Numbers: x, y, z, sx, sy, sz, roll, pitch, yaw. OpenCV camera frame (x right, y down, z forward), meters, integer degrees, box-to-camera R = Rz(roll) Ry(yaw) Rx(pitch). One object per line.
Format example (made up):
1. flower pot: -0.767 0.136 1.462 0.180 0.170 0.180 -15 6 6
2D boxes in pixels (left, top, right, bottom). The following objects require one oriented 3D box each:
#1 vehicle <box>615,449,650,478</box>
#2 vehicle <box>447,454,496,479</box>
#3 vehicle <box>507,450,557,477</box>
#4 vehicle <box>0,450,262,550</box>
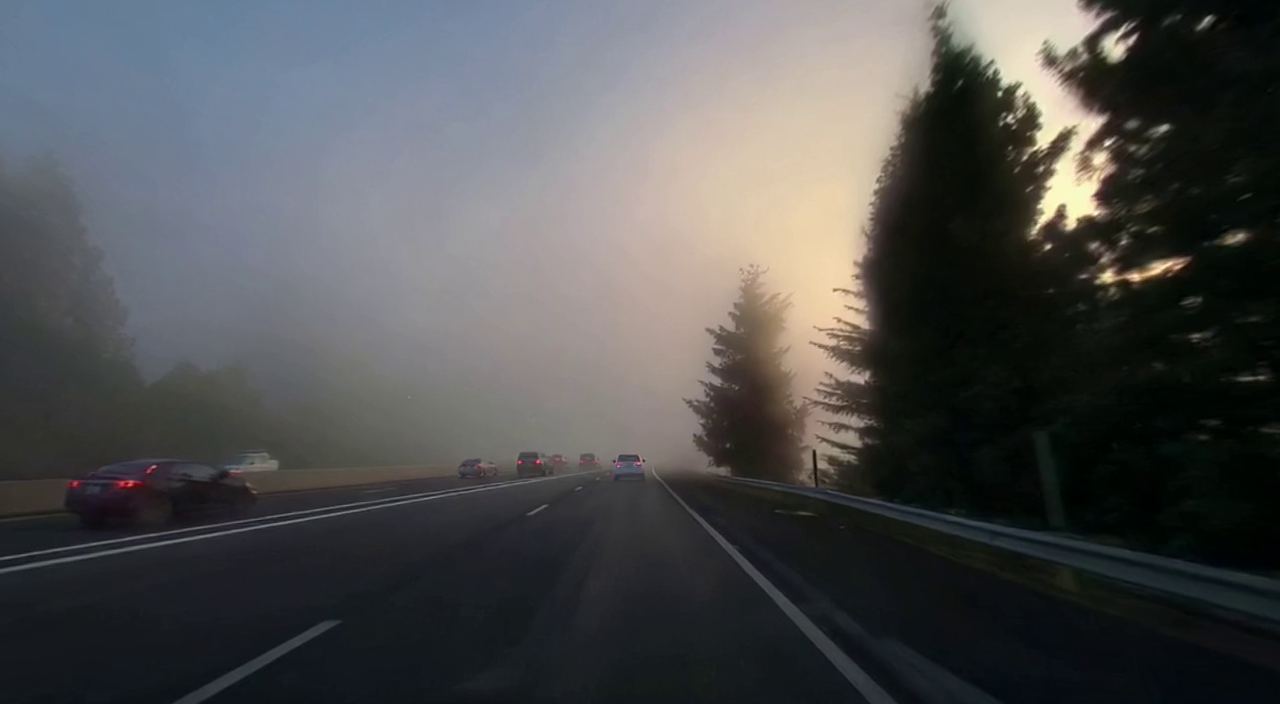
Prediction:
1. vehicle: -0.426 7.265 41.292 2.179 1.742 4.396 -1 -9 1
2. vehicle: -12.426 8.424 46.777 1.997 1.654 4.554 -1 -9 5
3. vehicle: -8.076 8.405 48.007 2.397 1.911 5.596 -1 -9 5
4. vehicle: -10.355 2.798 12.752 2.102 1.562 4.884 -1 -9 5
